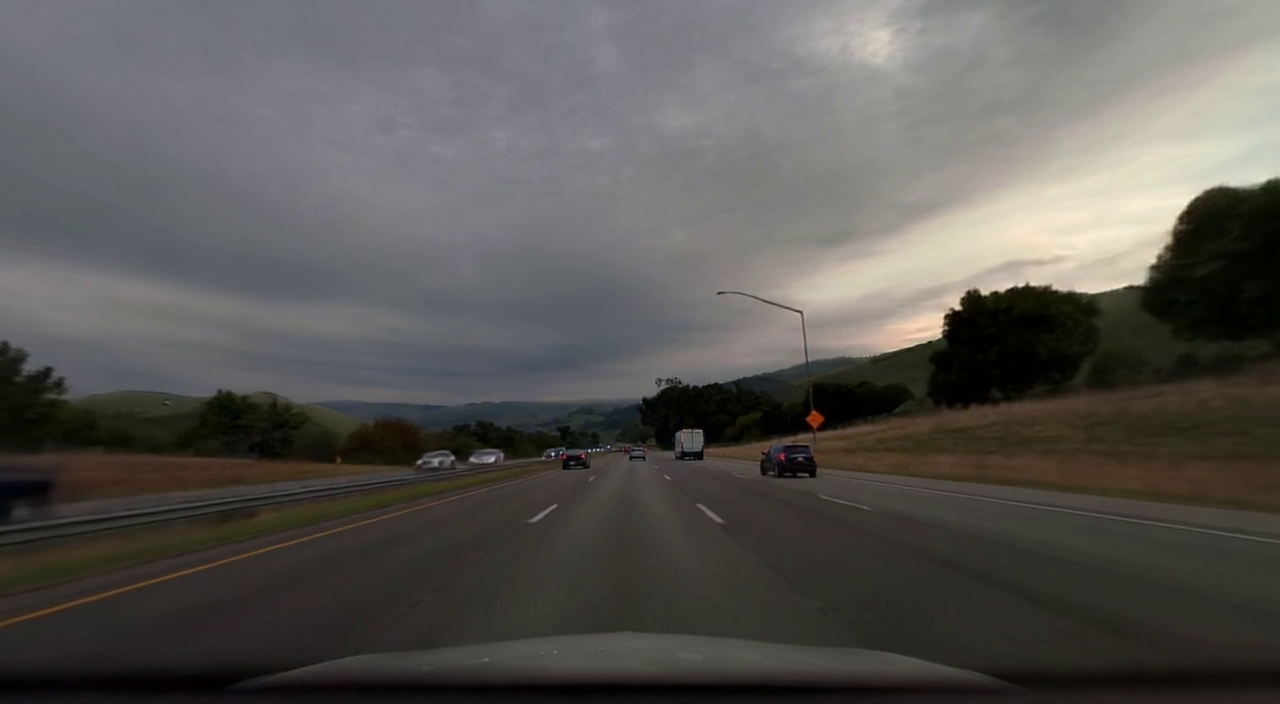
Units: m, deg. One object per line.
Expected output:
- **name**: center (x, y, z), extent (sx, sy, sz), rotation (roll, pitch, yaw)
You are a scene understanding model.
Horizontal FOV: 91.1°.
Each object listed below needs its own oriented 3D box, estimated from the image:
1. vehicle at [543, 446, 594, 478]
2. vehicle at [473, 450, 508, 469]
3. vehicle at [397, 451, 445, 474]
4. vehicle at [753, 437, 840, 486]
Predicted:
- **vehicle**: center (-3.642, 5.718, 33.010), extent (2.160, 1.530, 4.500), rotation (0, -9, 0)
- **vehicle**: center (-11.724, 8.436, 49.477), extent (1.775, 1.434, 3.718), rotation (0, -9, 1)
- **vehicle**: center (-15.425, 7.780, 44.488), extent (1.850, 1.465, 4.240), rotation (0, -9, 0)
- **vehicle**: center (5.781, 4.109, 23.889), extent (2.069, 1.625, 4.832), rotation (0, -9, 0)
